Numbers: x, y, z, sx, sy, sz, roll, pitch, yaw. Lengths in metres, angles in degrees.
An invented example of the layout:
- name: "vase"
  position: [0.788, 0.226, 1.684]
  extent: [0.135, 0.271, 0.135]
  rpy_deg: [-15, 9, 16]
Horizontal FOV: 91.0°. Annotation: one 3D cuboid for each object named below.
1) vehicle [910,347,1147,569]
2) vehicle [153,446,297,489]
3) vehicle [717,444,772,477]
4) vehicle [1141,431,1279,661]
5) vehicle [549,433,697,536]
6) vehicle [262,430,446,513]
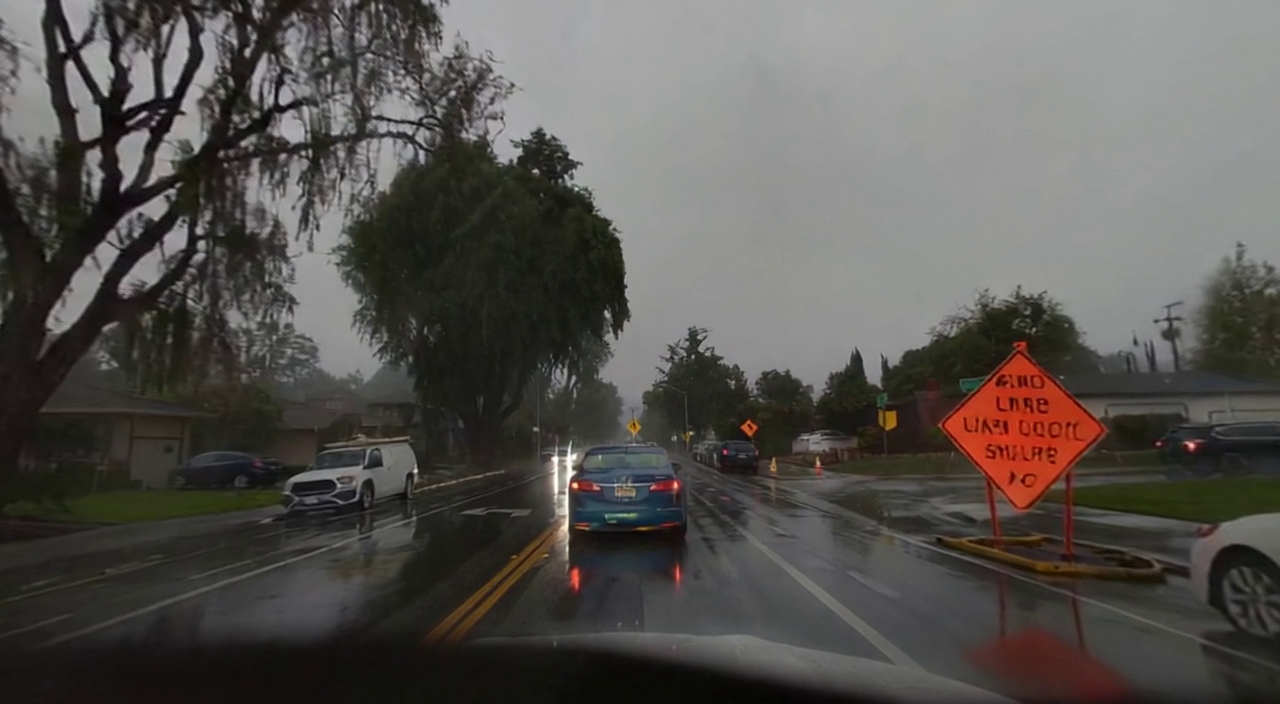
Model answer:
- name: "vehicle"
  position: [5.272, 1.449, 8.973]
  extent: [1.409, 2.648, 2.645]
  rpy_deg: [1, -8, -4]
- name: "vehicle"
  position: [-16.629, 4.620, 25.399]
  extent: [4.468, 1.517, 1.796]
  rpy_deg: [-1, -9, -2]
- name: "vehicle"
  position: [4.921, 5.151, 30.159]
  extent: [1.985, 1.481, 4.116]
  rpy_deg: [0, -9, 1]
- name: "vehicle"
  position: [5.102, 1.076, 2.840]
  extent: [1.864, 1.480, 4.587]
  rpy_deg: [0, -9, -1]
- name: "vehicle"
  position: [-0.235, 2.241, 11.252]
  extent: [2.151, 1.481, 4.084]
  rpy_deg: [0, -9, 0]
- name: "vehicle"
  position: [-8.148, 3.462, 18.903]
  extent: [2.659, 2.047, 6.014]
  rpy_deg: [0, -8, 0]
